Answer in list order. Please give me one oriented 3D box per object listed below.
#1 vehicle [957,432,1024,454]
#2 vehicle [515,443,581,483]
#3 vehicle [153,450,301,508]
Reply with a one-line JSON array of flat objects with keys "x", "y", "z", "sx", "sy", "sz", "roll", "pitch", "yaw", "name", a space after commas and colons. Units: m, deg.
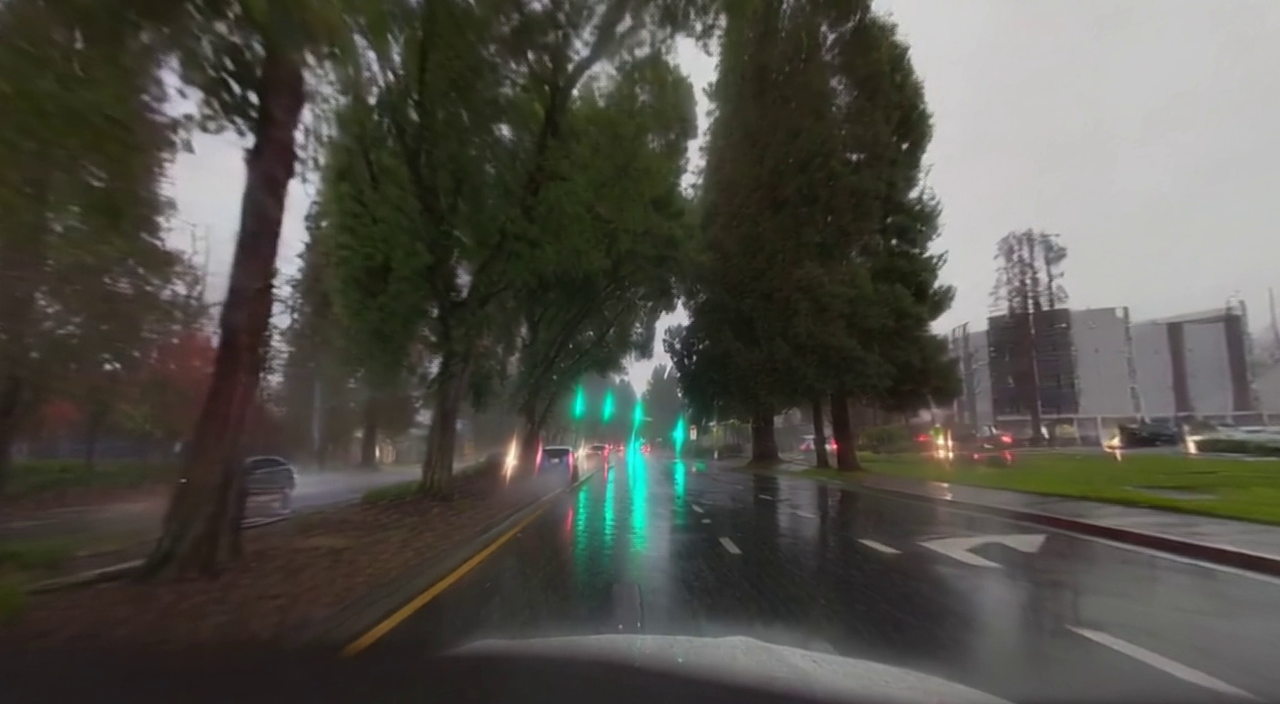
[{"x": 27.183, "y": 7.071, "z": 49.151, "sx": 4.031, "sy": 1.620, "sz": 1.885, "roll": -1, "pitch": -9, "yaw": 8, "name": "vehicle"}, {"x": -3.564, "y": 4.379, "z": 25.268, "sx": 1.932, "sy": 1.431, "sz": 4.144, "roll": 0, "pitch": -9, "yaw": 1, "name": "vehicle"}, {"x": -14.589, "y": 4.466, "z": 22.769, "sx": 2.070, "sy": 1.782, "sz": 4.735, "roll": 0, "pitch": -9, "yaw": 1, "name": "vehicle"}]
